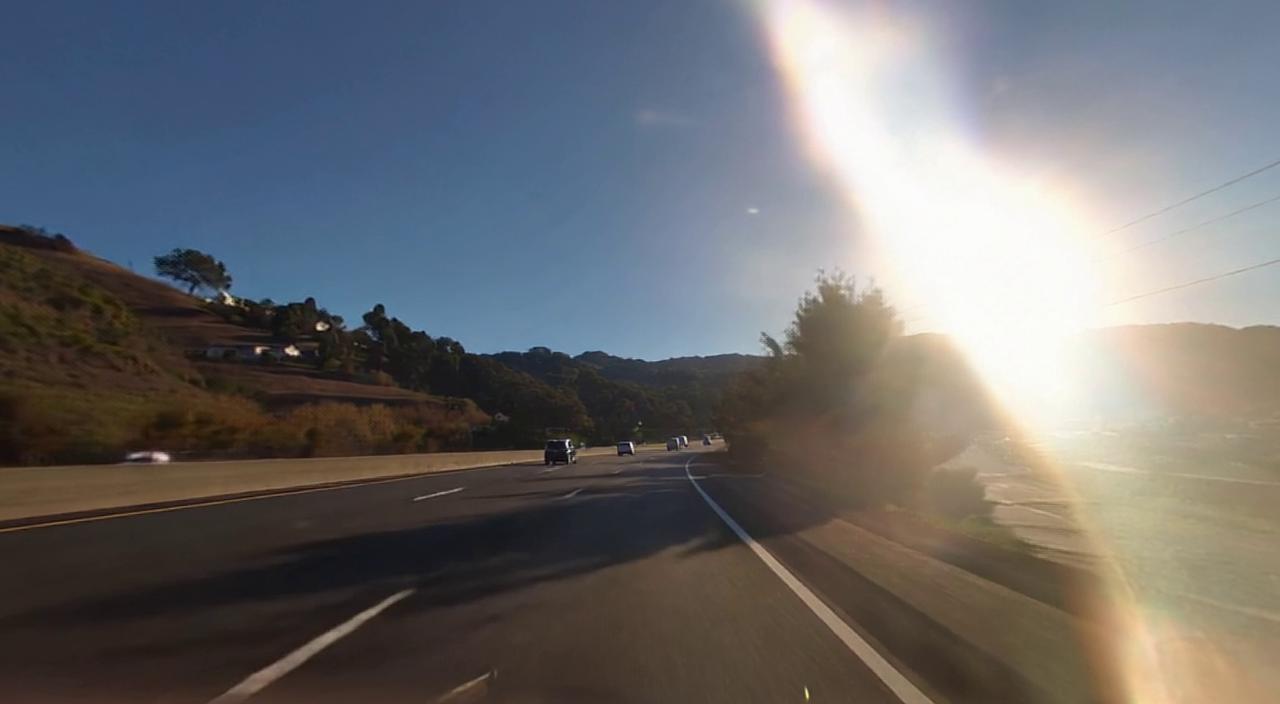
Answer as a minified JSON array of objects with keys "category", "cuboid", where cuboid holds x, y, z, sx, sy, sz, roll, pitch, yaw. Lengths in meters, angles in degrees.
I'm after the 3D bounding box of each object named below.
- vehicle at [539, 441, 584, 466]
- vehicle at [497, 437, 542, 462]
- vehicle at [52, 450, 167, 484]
[{"category":"vehicle","cuboid":[-5.084,6.629,41.204,2.010,1.489,4.456,-1,-9,5]},{"category":"vehicle","cuboid":[-8.866,7.252,46.650,2.063,1.743,4.392,-1,-9,6]},{"category":"vehicle","cuboid":[-26.597,5.754,31.707,1.754,1.512,4.349,-1,-9,5]}]
